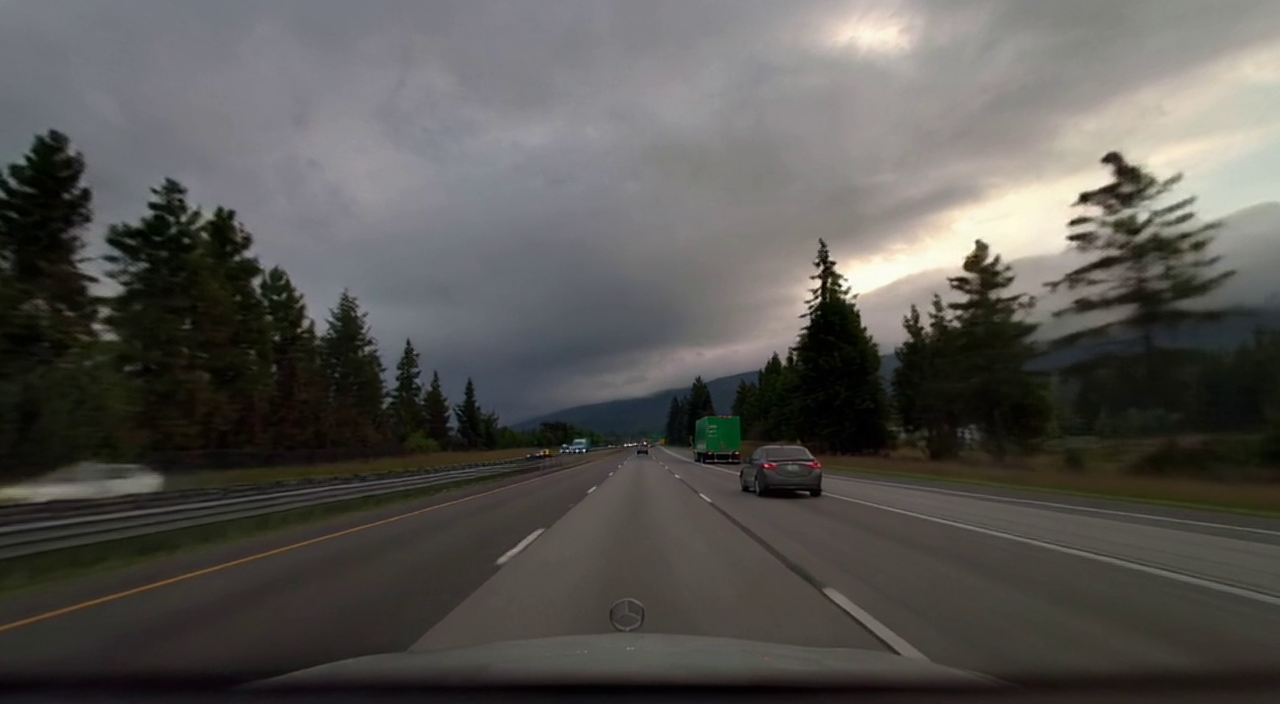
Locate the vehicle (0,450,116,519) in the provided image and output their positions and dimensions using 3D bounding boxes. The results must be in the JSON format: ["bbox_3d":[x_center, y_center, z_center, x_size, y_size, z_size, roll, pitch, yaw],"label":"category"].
[{"bbox_3d":[-15.075,3.032,14.616,1.844,1.502,4.706,0,-9,-1],"label":"vehicle"}]

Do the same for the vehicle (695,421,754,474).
[{"bbox_3d":[4.351,5.071,33.477,2.300,2.564,5.643,0,-9,-1],"label":"vehicle"}]

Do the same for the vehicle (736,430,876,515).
[{"bbox_3d":[3.497,2.628,14.159,2.019,1.601,3.953,0,-9,0],"label":"vehicle"}]
